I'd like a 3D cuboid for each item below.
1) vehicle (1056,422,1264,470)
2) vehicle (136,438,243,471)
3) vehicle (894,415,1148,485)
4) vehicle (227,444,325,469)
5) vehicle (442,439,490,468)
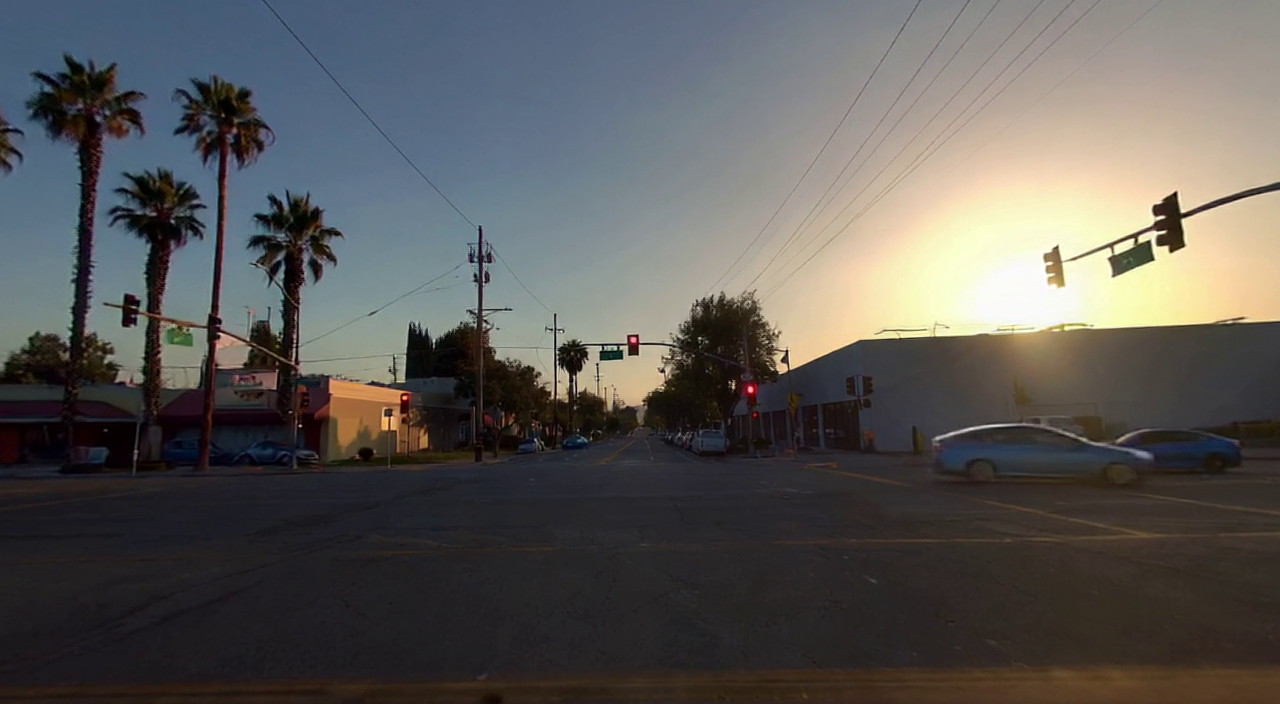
[{"bbox_3d":[16.941,3.093,20.846,4.918,1.479,1.897,-1,-9,8],"label":"vehicle"},{"bbox_3d":[-25.930,5.922,36.448,4.613,1.820,2.021,-1,-9,3],"label":"vehicle"},{"bbox_3d":[9.406,2.468,15.963,5.094,1.490,2.223,-6,-10,34],"label":"vehicle"},{"bbox_3d":[-22.330,6.425,38.843,4.849,1.444,1.881,0,-8,1],"label":"vehicle"},{"bbox_3d":[-11.989,6.989,43.787,2.016,1.717,4.287,0,-6,1],"label":"vehicle"}]
